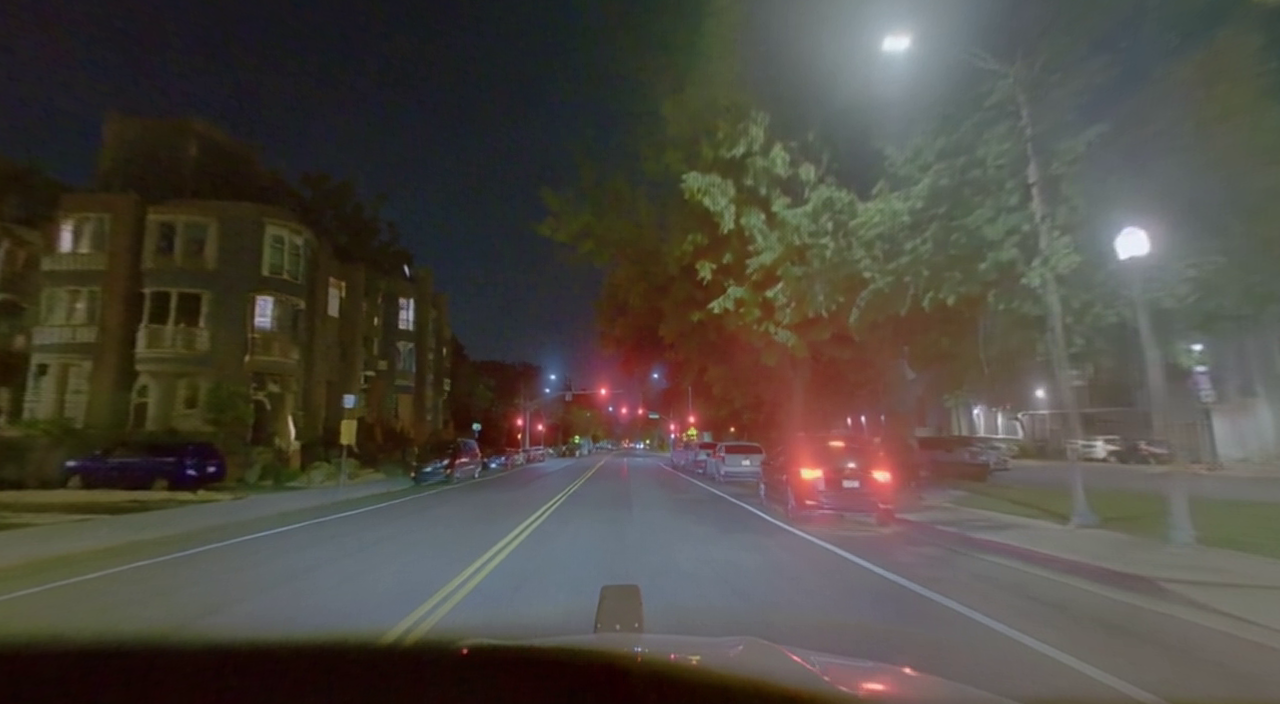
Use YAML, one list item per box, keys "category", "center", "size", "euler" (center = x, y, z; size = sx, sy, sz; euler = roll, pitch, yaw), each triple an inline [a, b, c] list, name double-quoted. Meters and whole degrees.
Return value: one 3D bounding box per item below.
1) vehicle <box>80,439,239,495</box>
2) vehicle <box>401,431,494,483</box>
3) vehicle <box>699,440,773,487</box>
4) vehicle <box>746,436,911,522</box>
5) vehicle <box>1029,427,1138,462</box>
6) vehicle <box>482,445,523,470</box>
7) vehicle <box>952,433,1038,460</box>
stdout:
- category: "vehicle"
  center: [-14.693, 3.507, 19.648]
  size: [1.848, 1.562, 3.827]
  euler: [0, -8, 1]
- category: "vehicle"
  center: [-8.199, 4.516, 27.585]
  size: [2.420, 2.004, 5.615]
  euler: [0, -8, -2]
- category: "vehicle"
  center: [3.340, 3.979, 22.897]
  size: [1.809, 1.513, 4.264]
  euler: [1, -8, -3]
- category: "vehicle"
  center: [3.777, 2.613, 13.612]
  size: [1.955, 1.536, 4.395]
  euler: [1, -8, -4]
- category: "vehicle"
  center: [24.493, 5.116, 35.006]
  size: [4.476, 1.795, 2.055]
  euler: [0, -9, -2]
- category: "vehicle"
  center: [-8.634, 6.624, 40.022]
  size: [1.860, 1.476, 4.594]
  euler: [1, -8, -4]
- category: "vehicle"
  center: [24.432, 6.494, 43.564]
  size: [4.599, 1.759, 2.060]
  euler: [-1, -9, -1]
